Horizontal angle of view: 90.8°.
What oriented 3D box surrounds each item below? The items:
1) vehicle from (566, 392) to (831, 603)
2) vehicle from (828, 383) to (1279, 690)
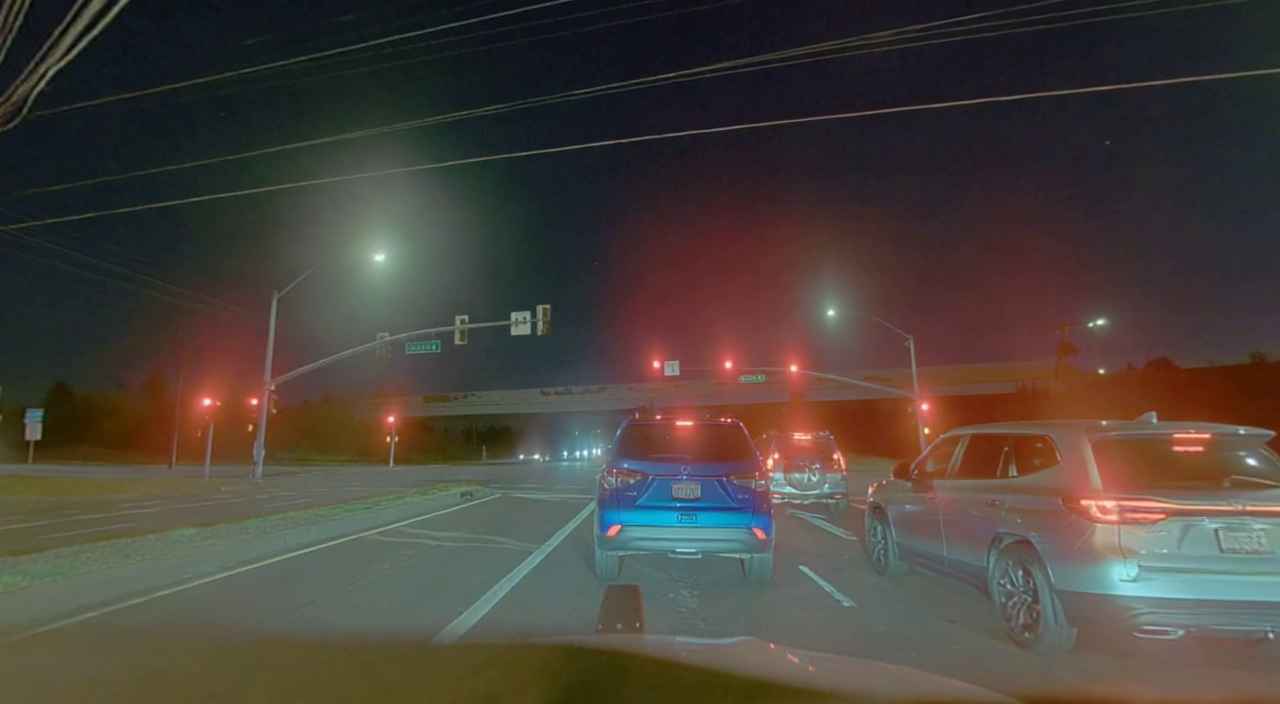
[{"bbox_3d":[0.449,1.555,7.612,2.240,1.778,4.335,0,-8,-1],"label":"vehicle"},{"bbox_3d":[3.413,1.334,5.790,1.990,1.649,4.625,0,-8,0],"label":"vehicle"}]
